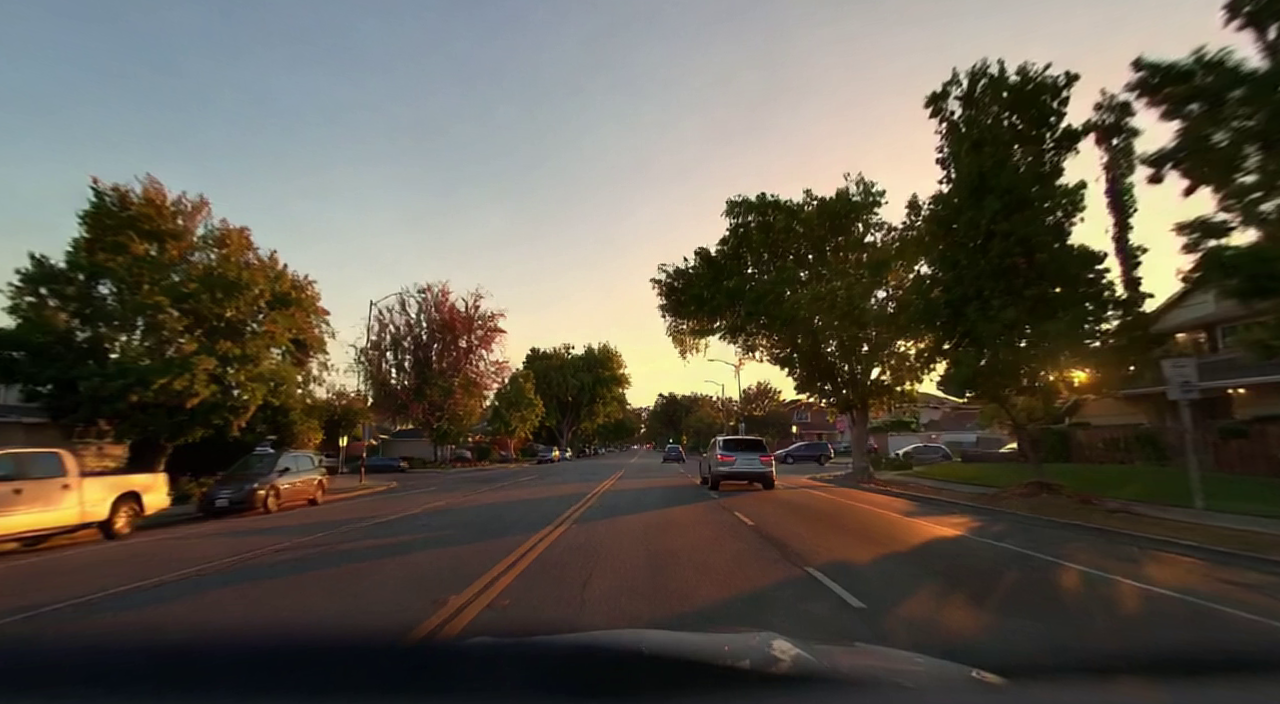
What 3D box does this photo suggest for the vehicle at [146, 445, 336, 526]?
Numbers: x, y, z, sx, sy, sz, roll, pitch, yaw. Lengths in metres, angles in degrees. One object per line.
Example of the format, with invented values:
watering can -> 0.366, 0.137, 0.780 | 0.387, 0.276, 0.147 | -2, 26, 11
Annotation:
vehicle -> -10.469, 3.467, 17.096 | 2.037, 1.790, 4.676 | -2, -9, 1

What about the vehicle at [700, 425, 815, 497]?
vehicle -> 3.426, 3.350, 19.804 | 2.497, 1.889, 5.833 | 0, -8, 0

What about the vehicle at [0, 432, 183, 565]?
vehicle -> -10.440, 2.299, 9.957 | 2.386, 1.899, 5.278 | -3, -9, 1

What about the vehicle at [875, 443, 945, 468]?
vehicle -> 16.733, 6.410, 39.126 | 3.467, 1.520, 1.801 | 0, -8, 0

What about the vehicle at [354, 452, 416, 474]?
vehicle -> -19.821, 8.623, 49.047 | 3.986, 1.665, 1.888 | -1, -8, 2

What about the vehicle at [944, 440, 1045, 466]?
vehicle -> 22.019, 6.295, 39.282 | 5.051, 1.527, 1.968 | 0, -10, 2
